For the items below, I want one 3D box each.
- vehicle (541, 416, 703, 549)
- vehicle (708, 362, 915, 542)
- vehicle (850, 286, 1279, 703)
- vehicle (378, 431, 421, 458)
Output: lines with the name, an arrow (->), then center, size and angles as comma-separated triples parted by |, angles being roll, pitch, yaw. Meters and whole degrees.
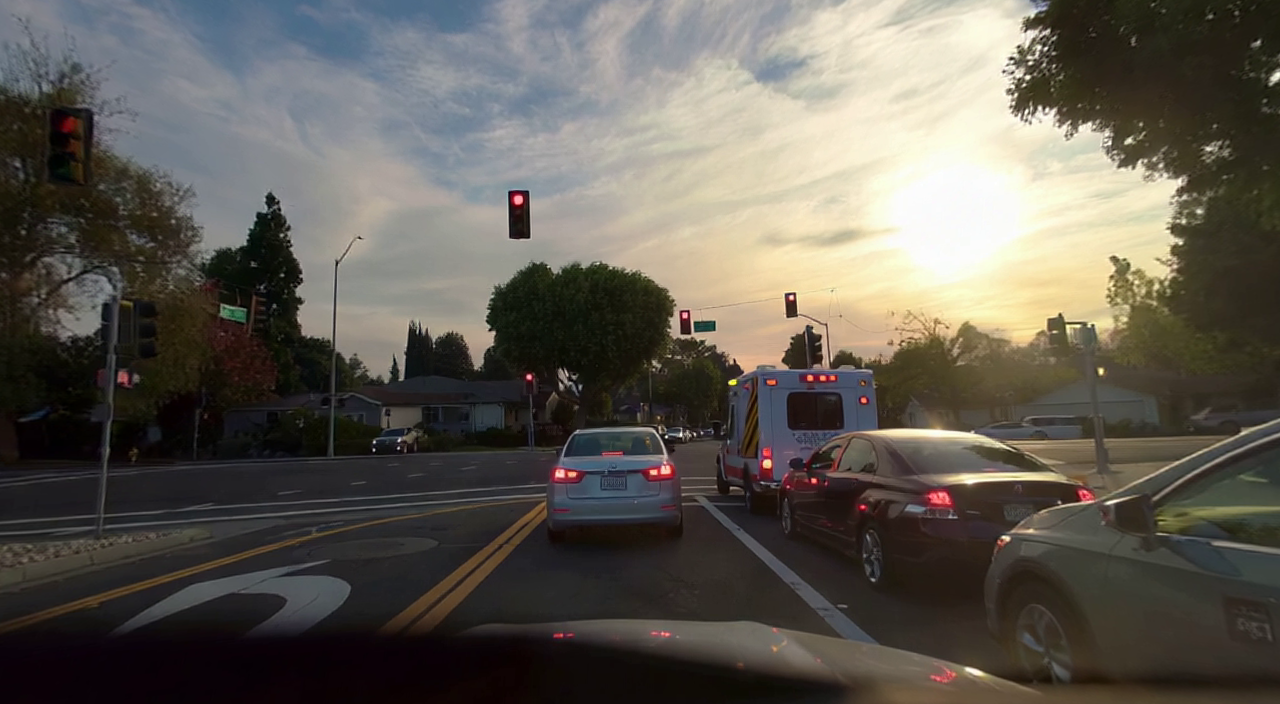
vehicle -> -0.282, 1.976, 10.185 | 2.114, 1.707, 3.725 | 0, -8, -1
vehicle -> 2.886, 1.895, 12.366 | 2.406, 2.687, 5.521 | 0, -8, -1
vehicle -> 2.849, 0.898, 2.839 | 2.194, 1.820, 4.652 | 0, -8, 0
vehicle -> -17.757, 6.881, 46.859 | 2.246, 1.880, 4.454 | 1, -9, -12
